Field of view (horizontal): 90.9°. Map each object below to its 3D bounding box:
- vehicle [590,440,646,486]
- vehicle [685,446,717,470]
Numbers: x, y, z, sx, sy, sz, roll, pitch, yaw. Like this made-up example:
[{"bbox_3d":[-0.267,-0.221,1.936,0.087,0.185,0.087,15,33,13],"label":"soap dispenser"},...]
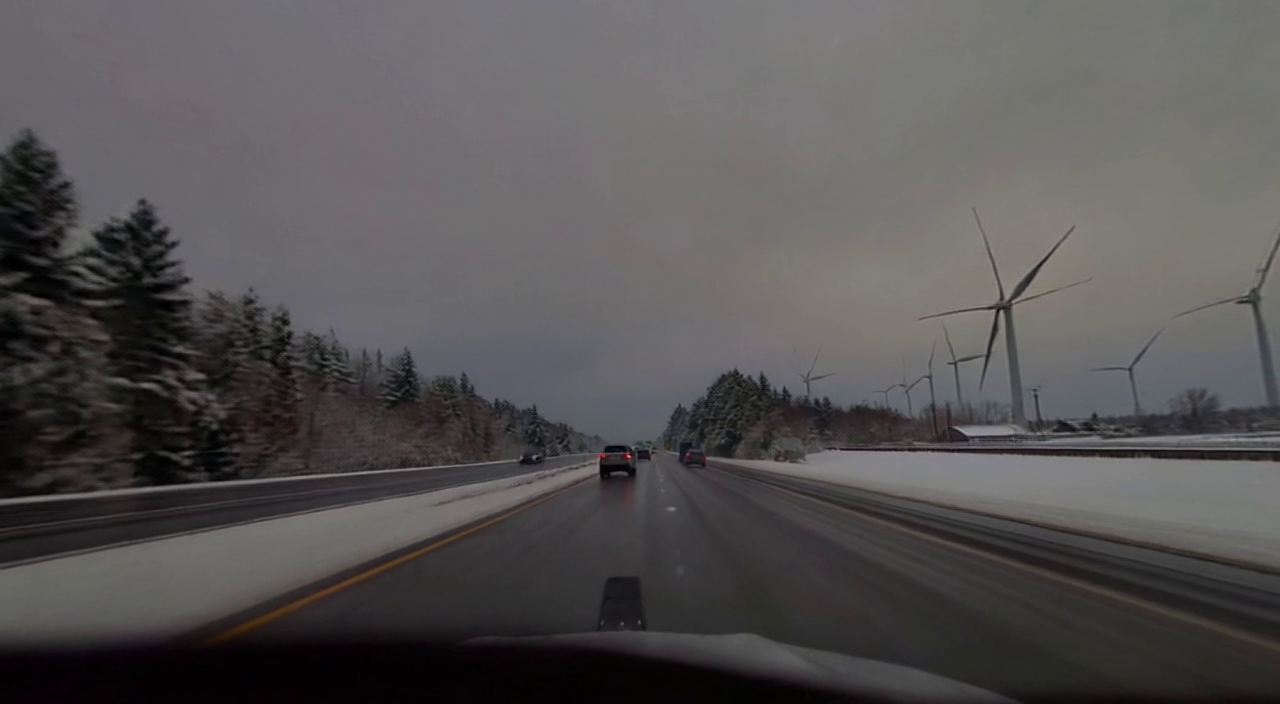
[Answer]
[{"bbox_3d":[-0.828,4.579,26.161,2.038,1.723,4.150,-1,-9,2],"label":"vehicle"},{"bbox_3d":[4.524,7.929,47.205,2.040,1.721,4.507,-1,-9,1],"label":"vehicle"}]
